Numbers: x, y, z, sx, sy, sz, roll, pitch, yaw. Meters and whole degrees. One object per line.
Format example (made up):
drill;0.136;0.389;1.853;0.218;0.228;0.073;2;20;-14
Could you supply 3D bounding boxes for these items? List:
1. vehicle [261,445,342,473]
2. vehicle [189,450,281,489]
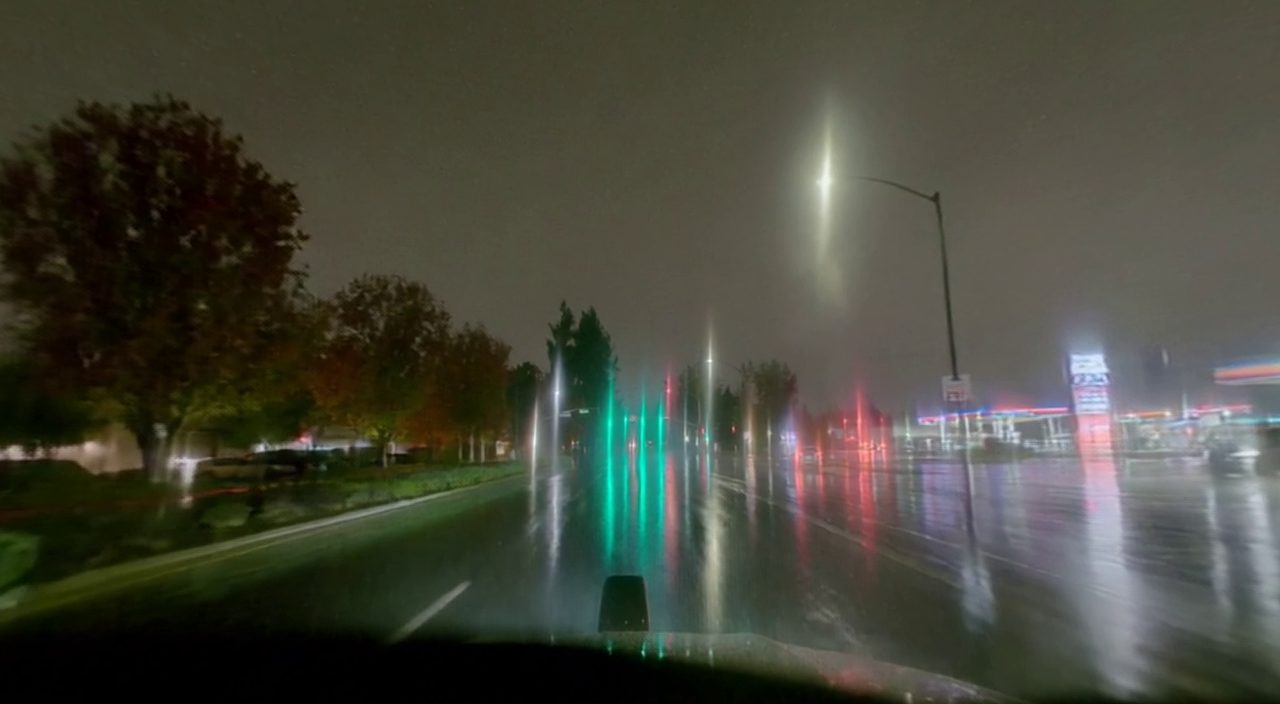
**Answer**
vehicle;-23.572;7.450;44.029;4.271;1.902;2.281;0;-9;1
vehicle;-25.156;7.287;39.227;4.386;2.004;1.991;-4;-8;-2
